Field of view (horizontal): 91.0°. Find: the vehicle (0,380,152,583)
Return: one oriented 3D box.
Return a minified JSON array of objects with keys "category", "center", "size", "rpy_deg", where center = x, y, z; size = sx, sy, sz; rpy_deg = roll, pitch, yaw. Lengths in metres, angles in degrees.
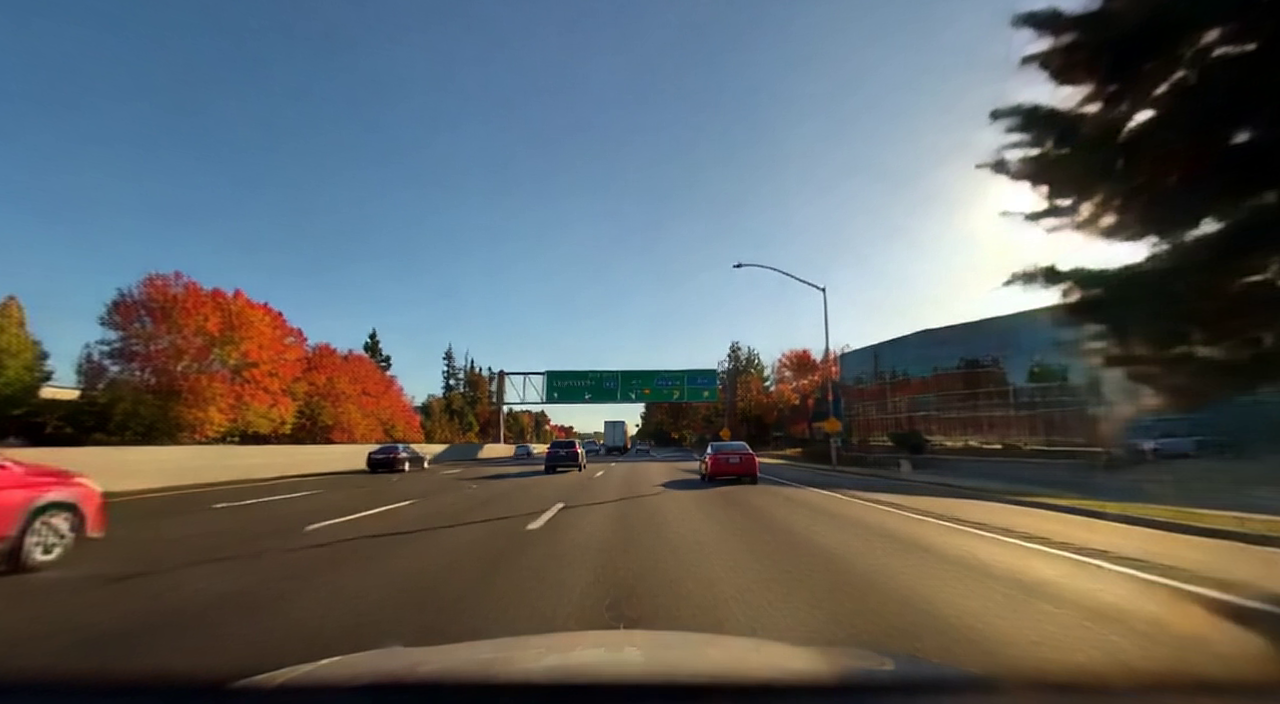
[{"category":"vehicle","center":[-7.061,1.034,4.818],"size":[2.314,1.842,5.279],"rpy_deg":[1,-9,1]}]

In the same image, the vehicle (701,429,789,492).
[{"category":"vehicle","center":[3.213,3.431,20.192],"size":[2.101,1.742,4.495],"rpy_deg":[1,-9,1]}]

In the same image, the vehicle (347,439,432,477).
[{"category":"vehicle","center":[-10.918,4.644,27.770],"size":[1.919,1.509,4.265],"rpy_deg":[1,-9,1]}]

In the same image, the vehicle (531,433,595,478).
[{"category":"vehicle","center":[-3.191,4.395,27.011],"size":[2.111,1.742,4.315],"rpy_deg":[0,-9,1]}]
